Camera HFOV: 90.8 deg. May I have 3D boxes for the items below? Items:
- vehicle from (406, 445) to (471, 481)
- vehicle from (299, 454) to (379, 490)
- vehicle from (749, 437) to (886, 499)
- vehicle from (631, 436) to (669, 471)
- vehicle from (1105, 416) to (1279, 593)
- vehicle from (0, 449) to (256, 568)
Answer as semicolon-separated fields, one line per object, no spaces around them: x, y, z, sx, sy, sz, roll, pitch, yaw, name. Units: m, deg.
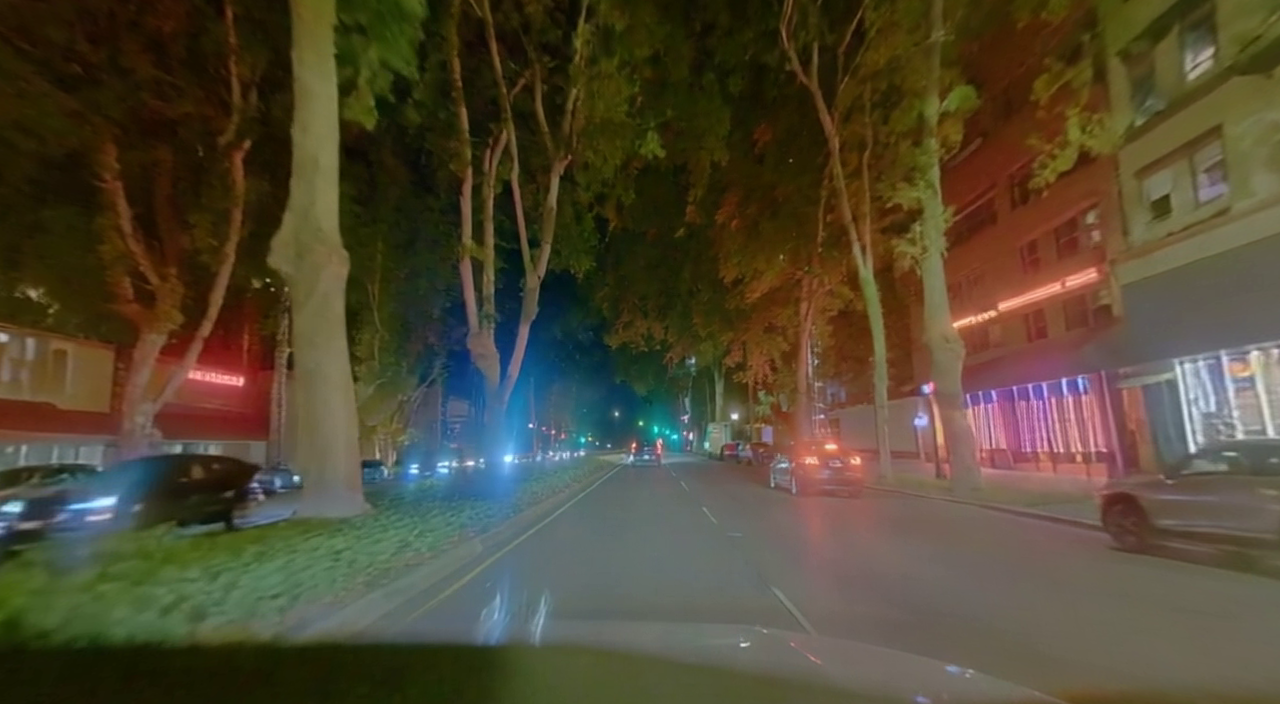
-11.505;6.342;36.432;2.127;1.909;4.830;0;-9;0;vehicle
-15.870;6.319;33.587;1.950;1.740;4.433;-1;-9;2;vehicle
5.372;3.568;19.964;2.114;1.697;4.739;2;-9;-13;vehicle
0.658;6.388;39.843;2.293;2.036;4.853;0;-9;2;vehicle
7.290;1.498;6.227;2.004;1.714;4.356;0;-9;-1;vehicle
-8.598;2.370;10.344;1.982;1.505;4.065;0;-9;1;vehicle
